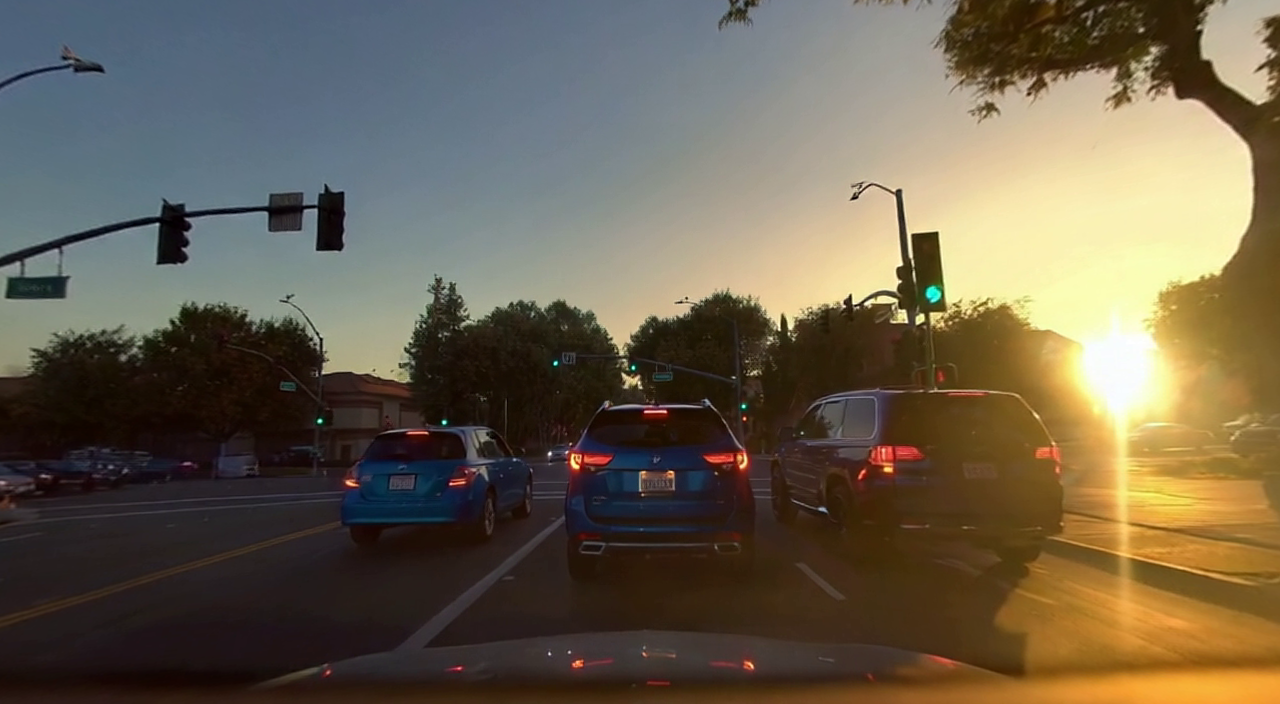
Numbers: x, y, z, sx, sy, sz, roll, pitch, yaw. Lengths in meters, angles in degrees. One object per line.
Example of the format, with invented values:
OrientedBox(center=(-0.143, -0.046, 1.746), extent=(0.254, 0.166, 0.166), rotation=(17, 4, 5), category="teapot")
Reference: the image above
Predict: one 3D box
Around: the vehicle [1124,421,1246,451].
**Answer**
OrientedBox(center=(28.158, 4.365, 32.656), extent=(4.512, 1.444, 1.859), rotation=(0, -9, 0), category="vehicle")

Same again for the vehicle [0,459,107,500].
OrientedBox(center=(-24.006, 4.970, 24.672), extent=(4.383, 1.456, 1.999), rotation=(0, -9, -1), category="vehicle")

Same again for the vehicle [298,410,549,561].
OrientedBox(center=(-2.735, 1.819, 9.316), extent=(2.058, 1.659, 4.514), rotation=(0, -8, 1), category="vehicle")

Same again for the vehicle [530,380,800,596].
OrientedBox(center=(0.172, 1.436, 7.398), extent=(2.235, 1.778, 4.178), rotation=(0, -8, -1), category="vehicle")

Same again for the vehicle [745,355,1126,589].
OrientedBox(center=(3.087, 1.472, 8.489), extent=(2.338, 2.063, 5.672), rotation=(0, -8, 0), category="vehicle")

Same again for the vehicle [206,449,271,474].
OrientedBox(center=(-29.320, 7.999, 46.172), extent=(1.820, 1.699, 4.308), rotation=(-1, -9, 2), category="vehicle")
